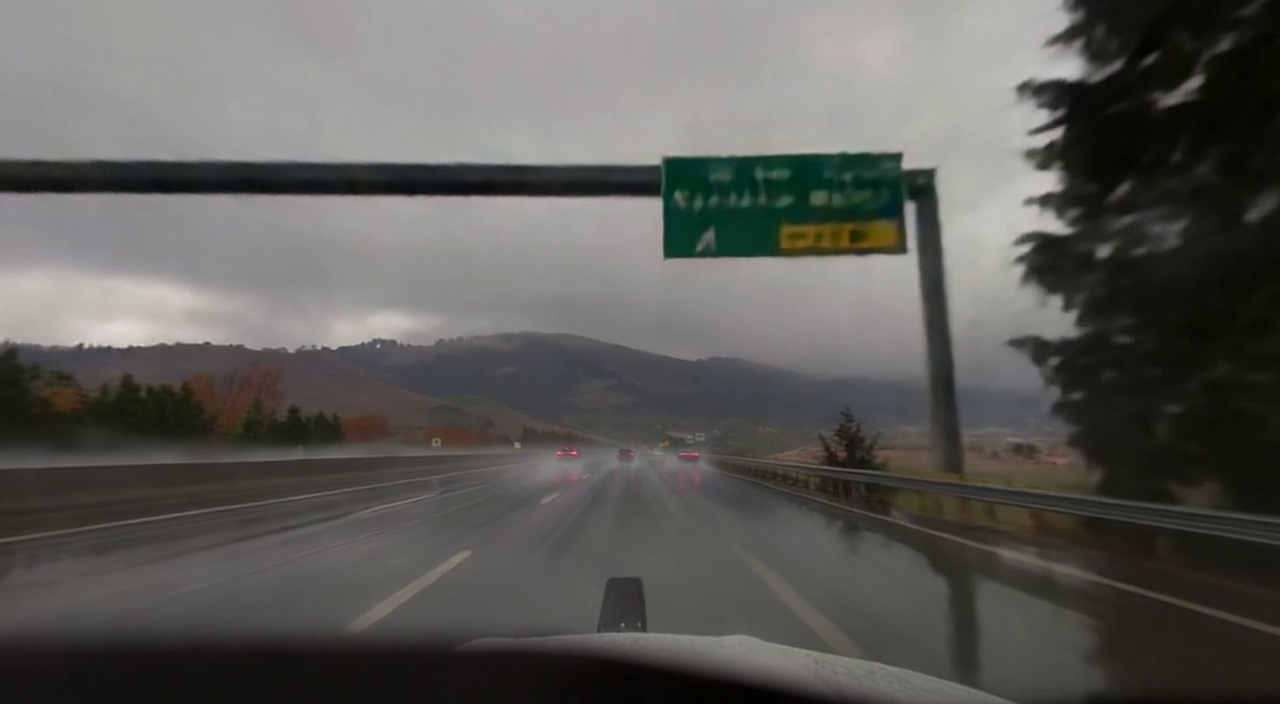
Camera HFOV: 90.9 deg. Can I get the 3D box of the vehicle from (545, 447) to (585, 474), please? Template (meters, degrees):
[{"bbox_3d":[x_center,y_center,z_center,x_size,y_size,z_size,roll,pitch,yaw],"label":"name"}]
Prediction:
[{"bbox_3d":[-4.410,6.424,37.472,1.955,1.468,3.637,0,-9,0],"label":"vehicle"}]

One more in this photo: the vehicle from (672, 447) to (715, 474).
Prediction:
[{"bbox_3d":[3.079,6.377,37.231,2.019,1.475,4.301,0,-9,-2],"label":"vehicle"}]
